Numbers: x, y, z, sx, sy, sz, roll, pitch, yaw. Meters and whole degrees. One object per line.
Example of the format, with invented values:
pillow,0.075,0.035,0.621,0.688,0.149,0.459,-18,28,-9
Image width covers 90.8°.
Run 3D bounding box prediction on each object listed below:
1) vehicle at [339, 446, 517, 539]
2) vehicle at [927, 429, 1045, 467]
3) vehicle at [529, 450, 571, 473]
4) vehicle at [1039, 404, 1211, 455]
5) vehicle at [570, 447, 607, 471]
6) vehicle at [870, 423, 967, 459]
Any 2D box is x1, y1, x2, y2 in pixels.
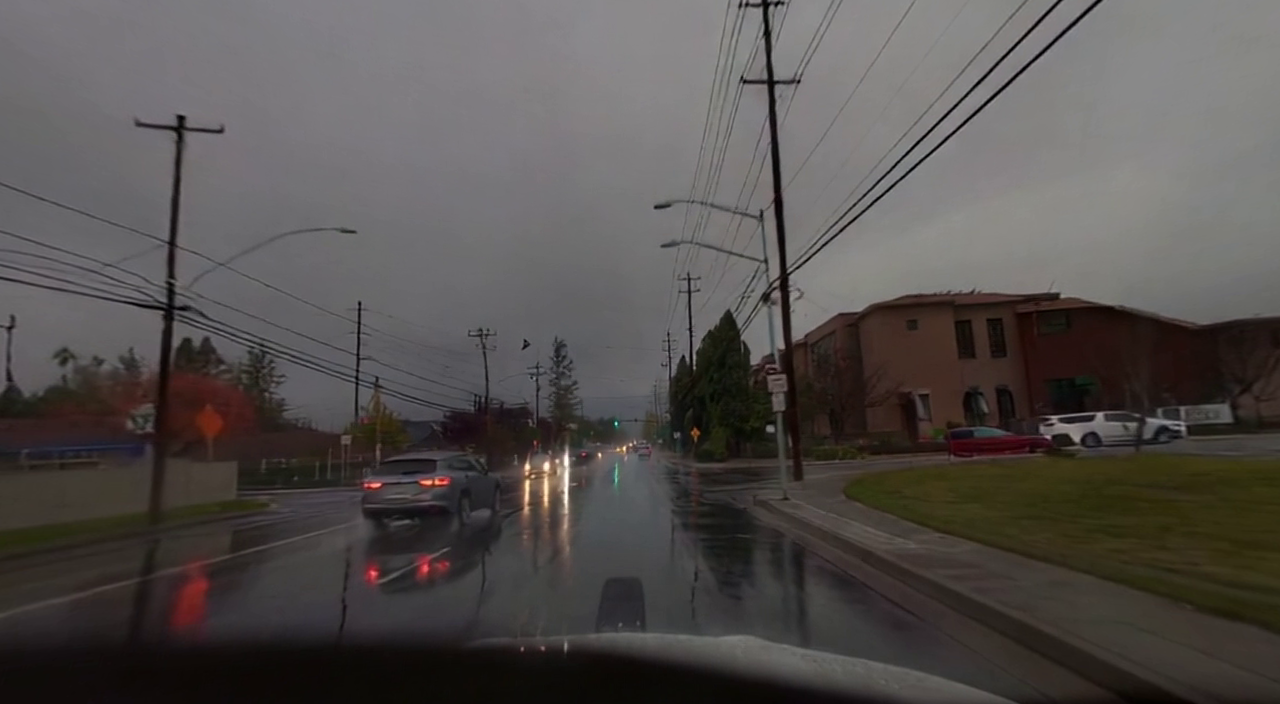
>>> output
vehicle,-3.787,2.560,12.262,1.704,1.430,4.587,0,-8,2
vehicle,14.173,3.952,26.106,3.830,1.474,1.771,-1,-9,9
vehicle,-6.917,8.547,49.480,2.347,1.607,5.953,0,-8,1
vehicle,19.226,3.138,25.326,4.817,1.919,2.308,-1,-9,7
vehicle,-3.340,7.028,41.744,1.943,1.455,4.414,0,-8,2
vehicle,14.673,4.735,33.557,4.495,1.806,2.076,-3,-9,20
